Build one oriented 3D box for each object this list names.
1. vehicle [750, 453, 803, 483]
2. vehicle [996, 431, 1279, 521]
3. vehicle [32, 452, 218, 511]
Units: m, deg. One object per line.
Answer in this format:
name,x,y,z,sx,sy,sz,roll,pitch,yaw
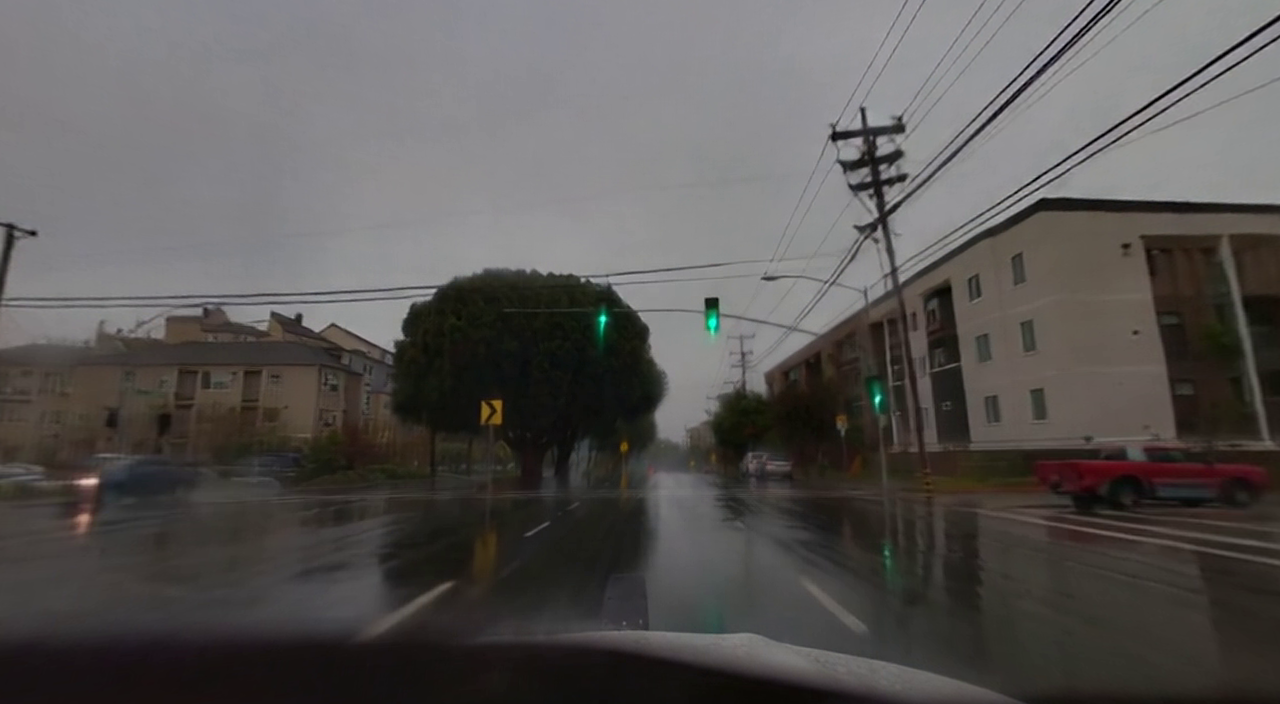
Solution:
vehicle,7.485,6.363,34.964,1.875,1.481,4.434,0,-8,-1
vehicle,9.991,2.472,12.914,4.171,1.654,1.919,-1,-8,5
vehicle,-16.056,4.019,20.077,1.951,1.595,4.548,-1,-8,2
